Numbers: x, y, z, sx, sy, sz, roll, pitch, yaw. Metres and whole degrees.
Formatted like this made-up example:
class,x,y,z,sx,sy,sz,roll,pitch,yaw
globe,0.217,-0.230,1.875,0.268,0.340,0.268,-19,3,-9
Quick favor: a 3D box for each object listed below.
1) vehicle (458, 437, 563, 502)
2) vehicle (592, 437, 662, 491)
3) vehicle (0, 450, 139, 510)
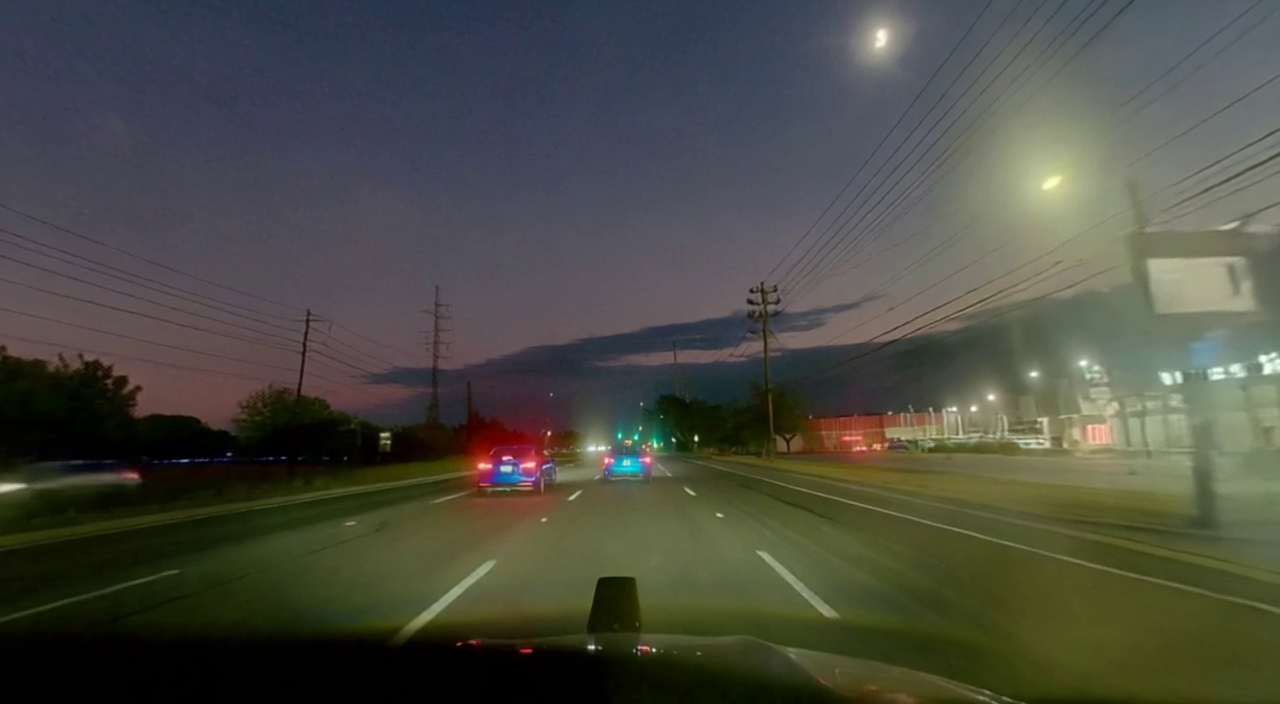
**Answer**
class,x,y,z,sx,sy,sz,roll,pitch,yaw
vehicle,-3.559,3.326,18.365,1.985,1.607,4.892,0,-8,1
vehicle,-0.418,3.783,21.726,2.189,1.652,4.135,0,-8,0
vehicle,-19.299,4.070,20.677,2.040,1.696,4.591,0,-8,0
